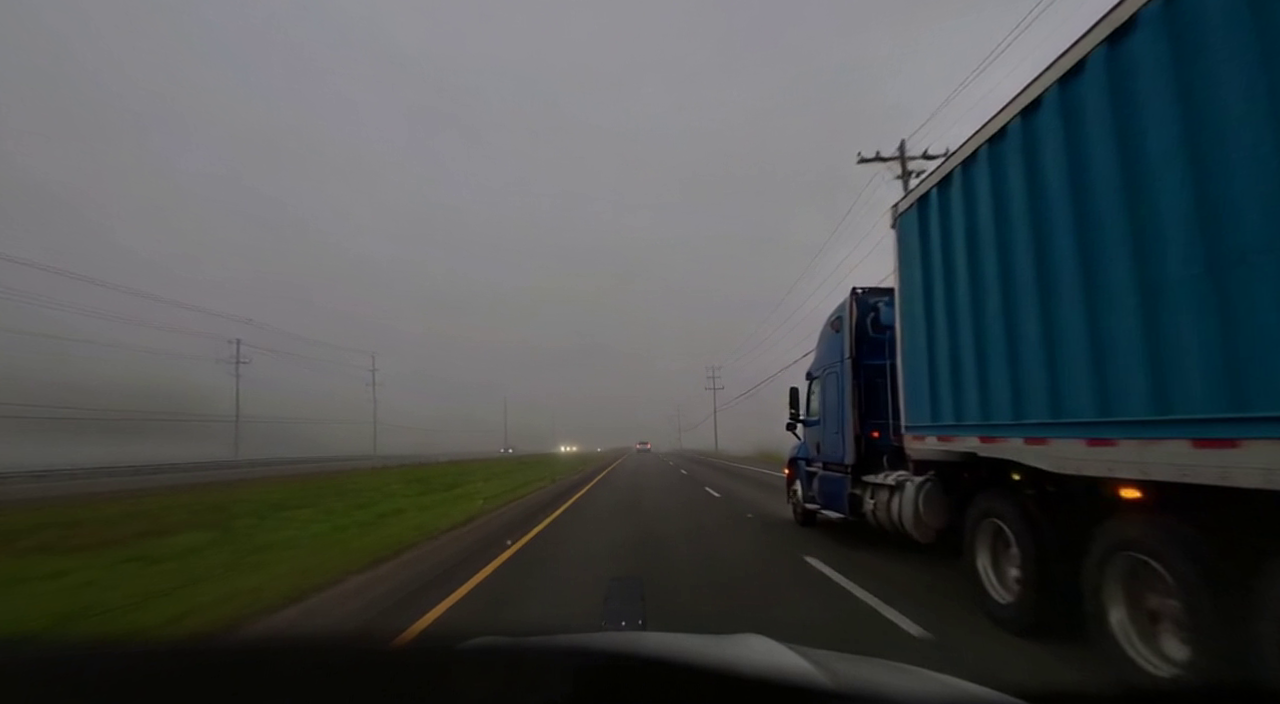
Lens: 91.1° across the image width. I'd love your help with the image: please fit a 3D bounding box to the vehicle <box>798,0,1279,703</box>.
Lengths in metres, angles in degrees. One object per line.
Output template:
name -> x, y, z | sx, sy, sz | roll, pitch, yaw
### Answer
vehicle -> 4.015, 0.206, 5.354 | 3.031, 3.879, 8.478 | 0, -8, 0
